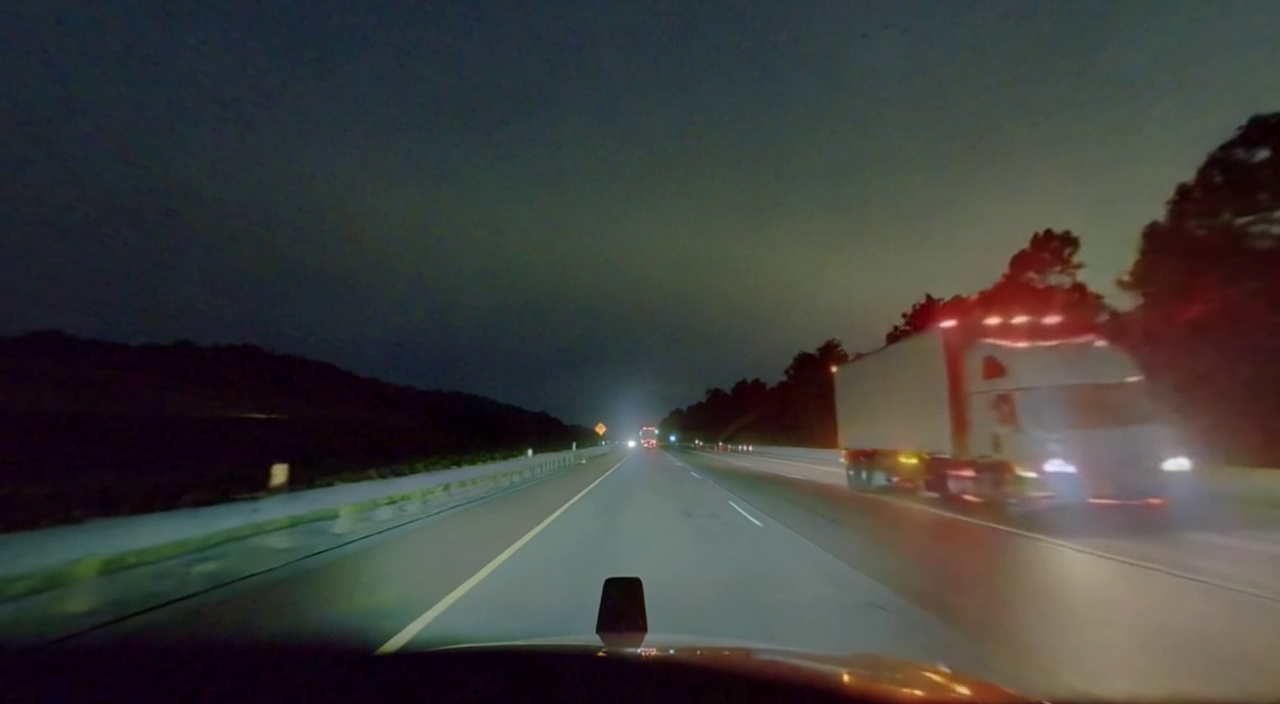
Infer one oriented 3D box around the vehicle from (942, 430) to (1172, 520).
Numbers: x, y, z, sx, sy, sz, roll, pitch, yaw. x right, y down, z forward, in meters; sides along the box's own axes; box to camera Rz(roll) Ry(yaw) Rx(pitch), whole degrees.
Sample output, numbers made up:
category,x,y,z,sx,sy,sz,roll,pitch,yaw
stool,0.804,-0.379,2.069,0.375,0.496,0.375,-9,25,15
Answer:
category,x,y,z,sx,sy,sz,roll,pitch,yaw
vehicle,8.365,2.474,13.116,2.611,1.607,3.179,0,-8,2
